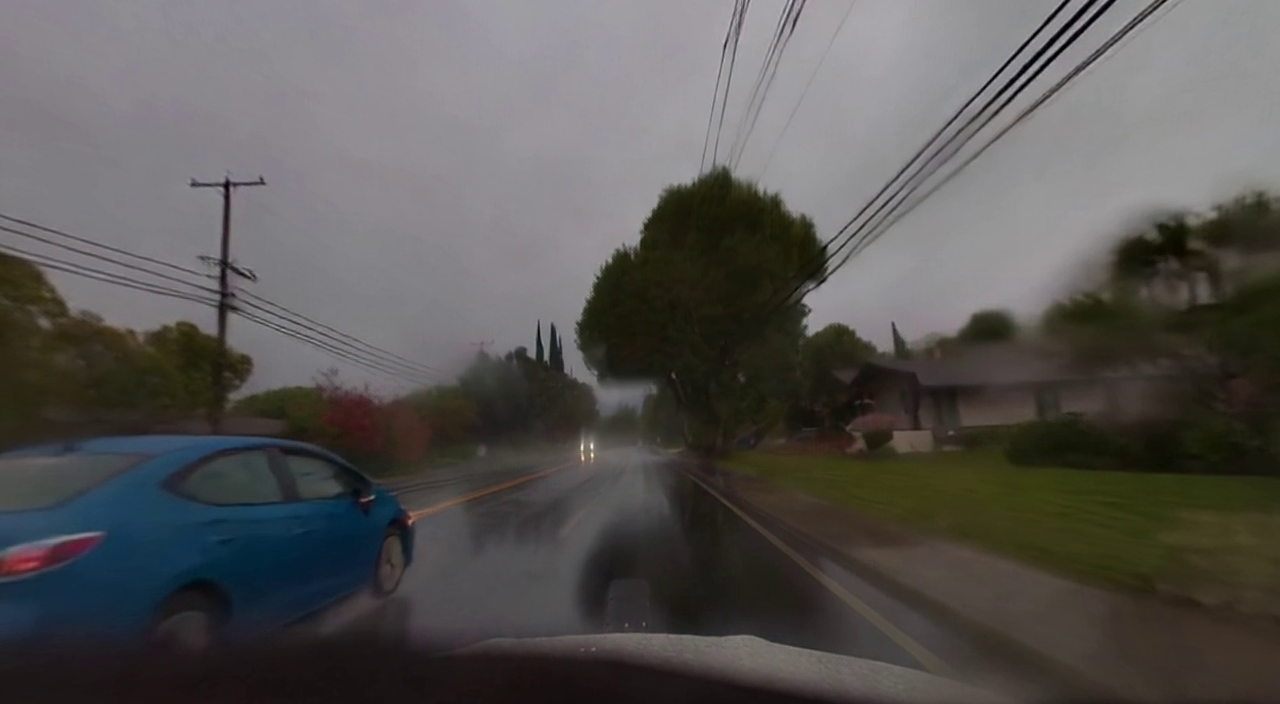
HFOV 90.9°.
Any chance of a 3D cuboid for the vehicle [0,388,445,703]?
[{"bbox_3d":[-3.097,1.134,3.804,2.085,1.512,5.023,0,-8,2],"label":"vehicle"}]
